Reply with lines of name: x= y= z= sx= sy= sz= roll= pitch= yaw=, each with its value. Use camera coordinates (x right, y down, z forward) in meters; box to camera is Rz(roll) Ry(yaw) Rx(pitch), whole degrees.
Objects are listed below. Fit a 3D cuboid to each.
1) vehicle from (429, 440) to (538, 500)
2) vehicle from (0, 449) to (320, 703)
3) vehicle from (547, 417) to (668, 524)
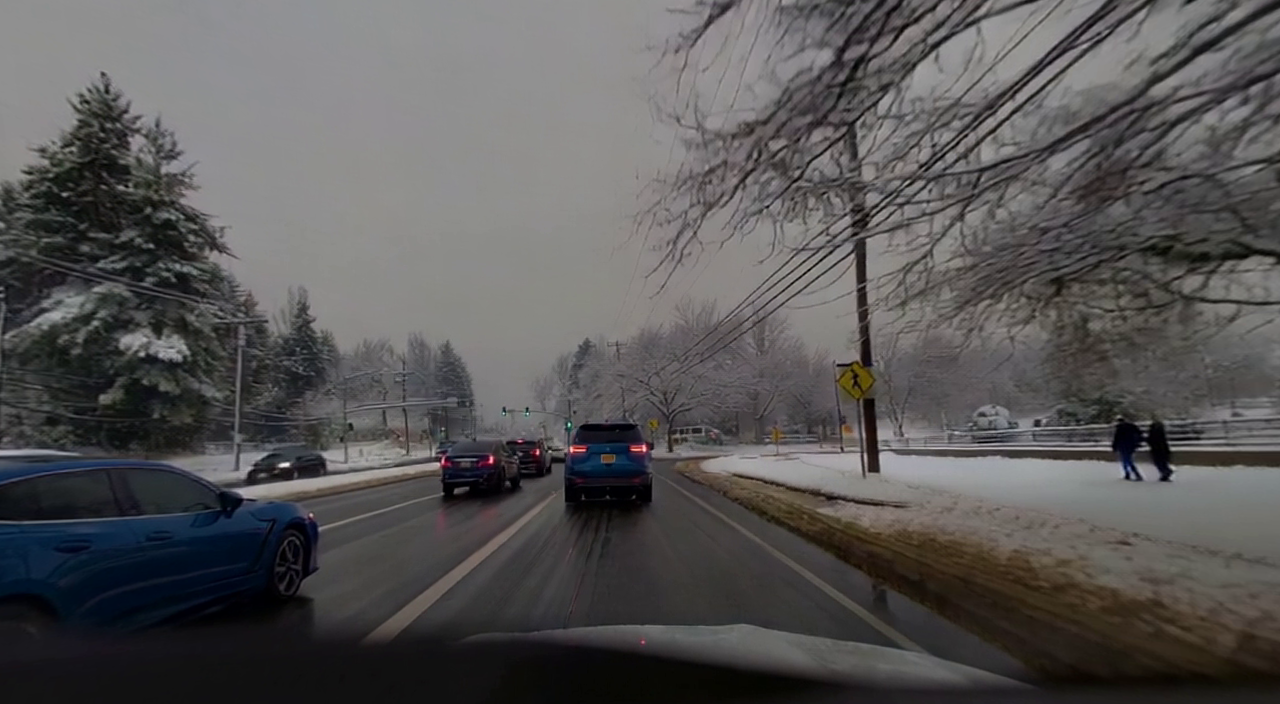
vehicle: x=-4.317 y=3.325 z=18.273 sx=2.087 sy=1.485 sz=4.452 roll=0 pitch=-8 yaw=-1
vehicle: x=-3.754 y=1.188 z=3.301 sx=1.865 sy=1.314 sz=4.461 roll=0 pitch=-8 yaw=0
vehicle: x=-0.596 y=2.272 z=12.605 sx=2.012 sy=1.769 sz=3.897 roll=0 pitch=-8 yaw=-2
